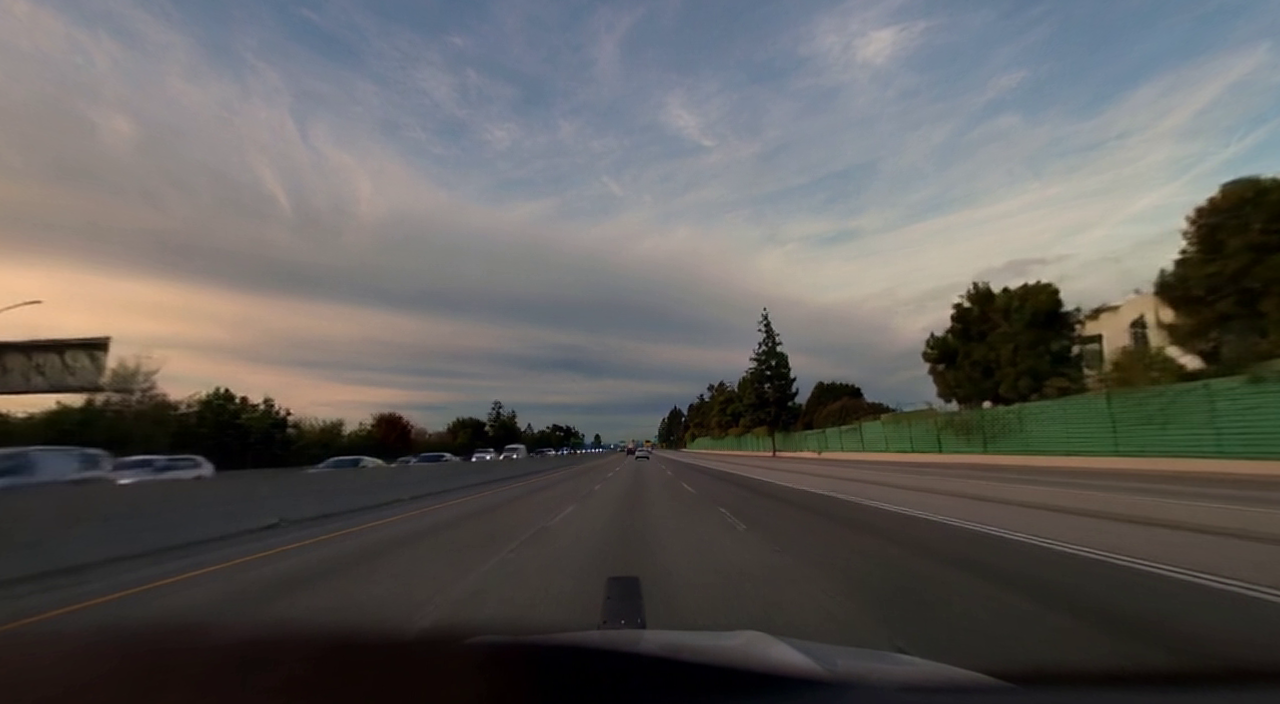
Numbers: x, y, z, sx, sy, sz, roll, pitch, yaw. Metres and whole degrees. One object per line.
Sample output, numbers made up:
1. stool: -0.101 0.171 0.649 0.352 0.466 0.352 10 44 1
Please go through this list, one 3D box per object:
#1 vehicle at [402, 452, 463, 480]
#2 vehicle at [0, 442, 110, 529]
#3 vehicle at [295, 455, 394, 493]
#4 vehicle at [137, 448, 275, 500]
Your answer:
1. vehicle: -11.886 6.540 36.393 1.922 1.458 4.410 -1 -9 1
2. vehicle: -12.099 2.320 10.950 1.986 1.494 4.310 0 -9 1
3. vehicle: -12.314 5.088 26.629 1.971 1.437 4.488 0 -9 1
4. vehicle: -15.666 4.394 23.092 1.970 1.694 4.273 0 -9 0
